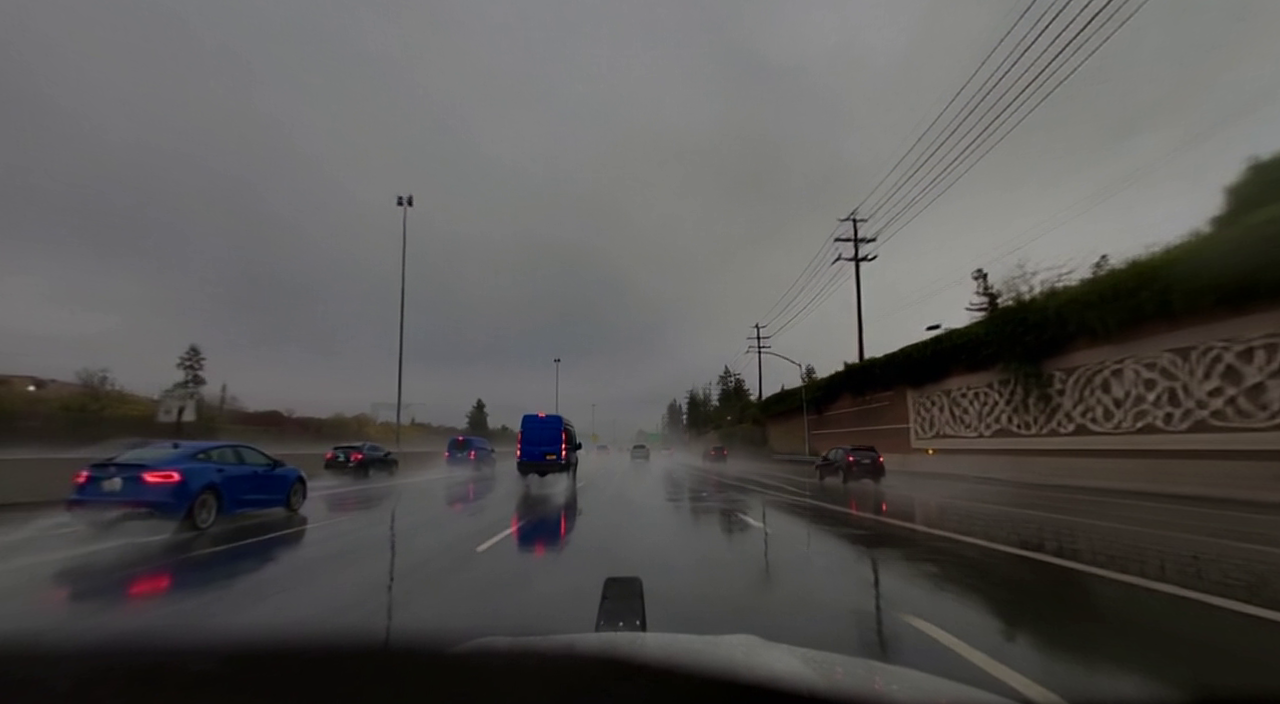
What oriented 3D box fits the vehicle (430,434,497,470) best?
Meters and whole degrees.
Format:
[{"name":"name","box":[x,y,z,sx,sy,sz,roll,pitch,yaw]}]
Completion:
[{"name":"vehicle","box":[-11.579,6.637,41.902,2.596,2.162,6.328,0,-9,0]}]

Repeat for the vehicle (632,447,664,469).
[{"name":"vehicle","box":[0.533,7.425,44.334,2.084,1.492,4.137,0,-9,-2]}]

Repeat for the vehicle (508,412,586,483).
[{"name":"vehicle","box":[-3.789,4.084,26.940,2.395,2.660,5.827,0,-9,0]}]

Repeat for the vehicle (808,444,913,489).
[{"name":"vehicle","box":[7.837,4.101,22.914,2.052,1.470,4.364,0,-9,-3]}]

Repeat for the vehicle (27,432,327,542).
[{"name":"vehicle","box":[-7.680,2.257,11.193,1.967,1.525,4.458,0,-9,-1]}]

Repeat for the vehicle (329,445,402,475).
[{"name":"vehicle","box":[-15.138,5.982,35.078,1.937,1.523,4.708,0,-9,0]}]

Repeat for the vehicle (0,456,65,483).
[{"name":"vehicle","box":[-37.159,7.012,37.715,1.696,1.480,3.825,0,-9,0]}]

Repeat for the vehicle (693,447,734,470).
[{"name":"vehicle","box":[5.140,7.482,44.564,2.095,1.504,4.536,0,-9,-3]}]
